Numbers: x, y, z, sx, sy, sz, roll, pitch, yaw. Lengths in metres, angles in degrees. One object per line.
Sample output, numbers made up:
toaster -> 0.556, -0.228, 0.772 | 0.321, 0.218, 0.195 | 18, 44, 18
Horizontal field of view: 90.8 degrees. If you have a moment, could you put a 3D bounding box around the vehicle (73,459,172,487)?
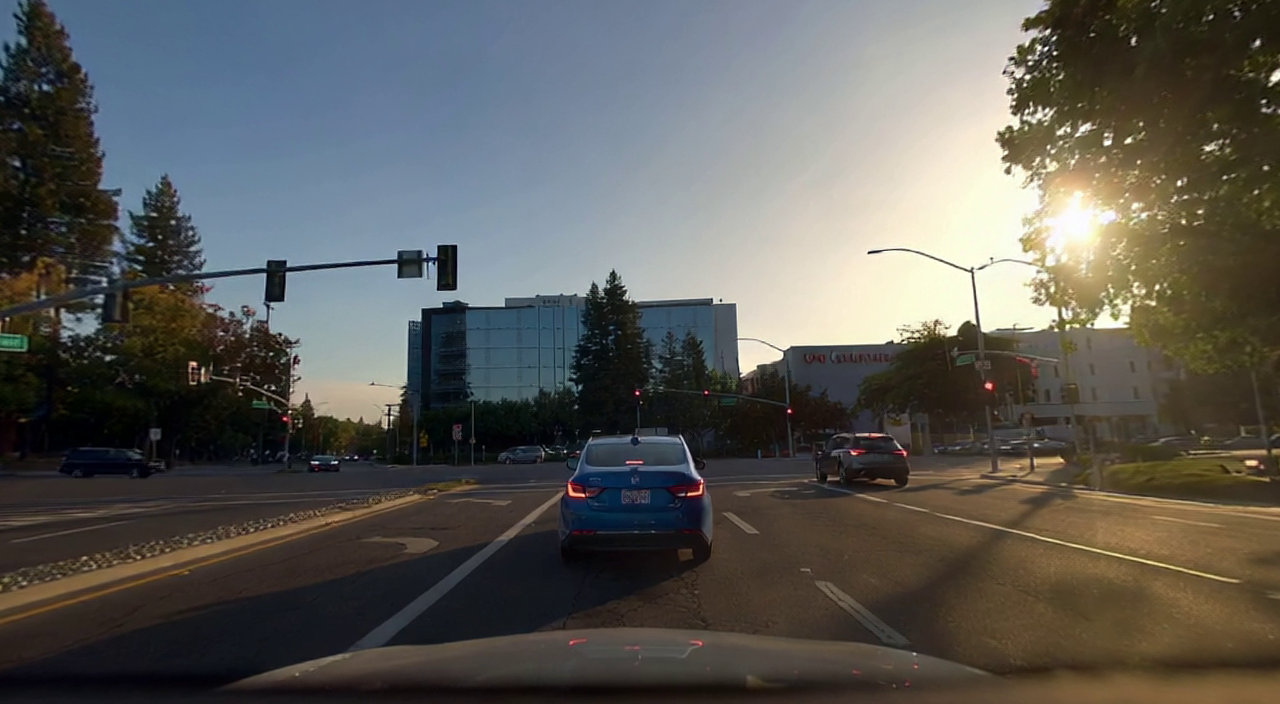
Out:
vehicle -> -32.397, 7.557, 39.641 | 4.401, 1.625, 1.863 | 0, -8, -4

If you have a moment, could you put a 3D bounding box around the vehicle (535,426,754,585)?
vehicle -> -0.015, 1.767, 8.157 | 2.070, 1.488, 4.206 | 0, -8, -2

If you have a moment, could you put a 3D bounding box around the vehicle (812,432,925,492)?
vehicle -> 7.053, 3.439, 20.068 | 2.039, 1.692, 4.319 | 0, -8, 1
